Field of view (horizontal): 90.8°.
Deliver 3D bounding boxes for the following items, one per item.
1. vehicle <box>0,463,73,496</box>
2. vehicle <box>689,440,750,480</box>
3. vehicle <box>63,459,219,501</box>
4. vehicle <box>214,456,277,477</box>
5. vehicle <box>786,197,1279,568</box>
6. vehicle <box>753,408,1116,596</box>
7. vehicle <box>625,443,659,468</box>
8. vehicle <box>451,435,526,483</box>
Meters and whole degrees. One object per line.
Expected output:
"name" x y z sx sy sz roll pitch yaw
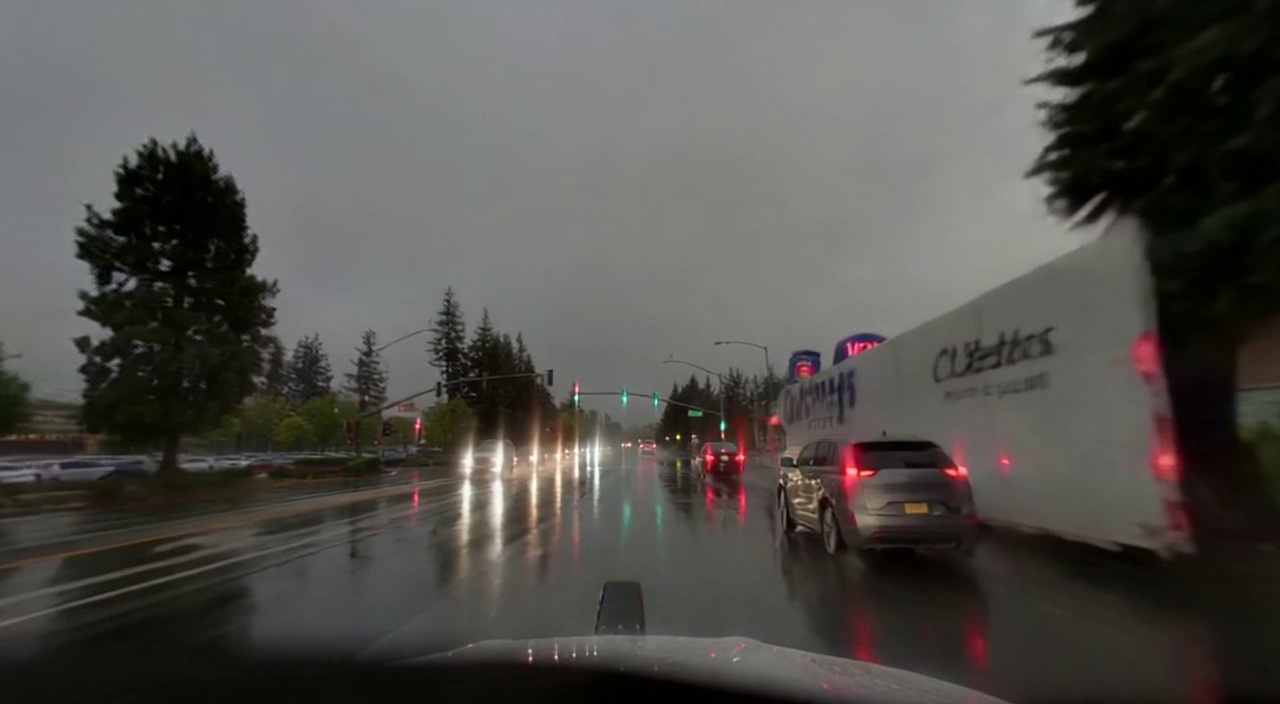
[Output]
"vehicle" -31.423 6.307 31.273 4.434 1.531 2.003 4 -9 -24
"vehicle" 3.156 4.361 25.796 1.842 1.480 4.155 0 -9 -1
"vehicle" -20.924 5.339 26.820 2.016 1.486 4.892 -2 -9 14
"vehicle" -30.979 8.997 49.741 3.950 1.536 1.932 4 -10 -27
"vehicle" 7.039 1.474 15.262 2.899 4.154 16.592 0 -8 -1
"vehicle" 2.981 1.650 7.913 2.174 1.596 4.779 0 -9 -1
"vehicle" 0.099 6.403 39.184 2.008 1.464 4.052 0 -9 0
"vehicle" -6.354 4.533 27.068 2.136 1.837 4.669 0 -9 -1
